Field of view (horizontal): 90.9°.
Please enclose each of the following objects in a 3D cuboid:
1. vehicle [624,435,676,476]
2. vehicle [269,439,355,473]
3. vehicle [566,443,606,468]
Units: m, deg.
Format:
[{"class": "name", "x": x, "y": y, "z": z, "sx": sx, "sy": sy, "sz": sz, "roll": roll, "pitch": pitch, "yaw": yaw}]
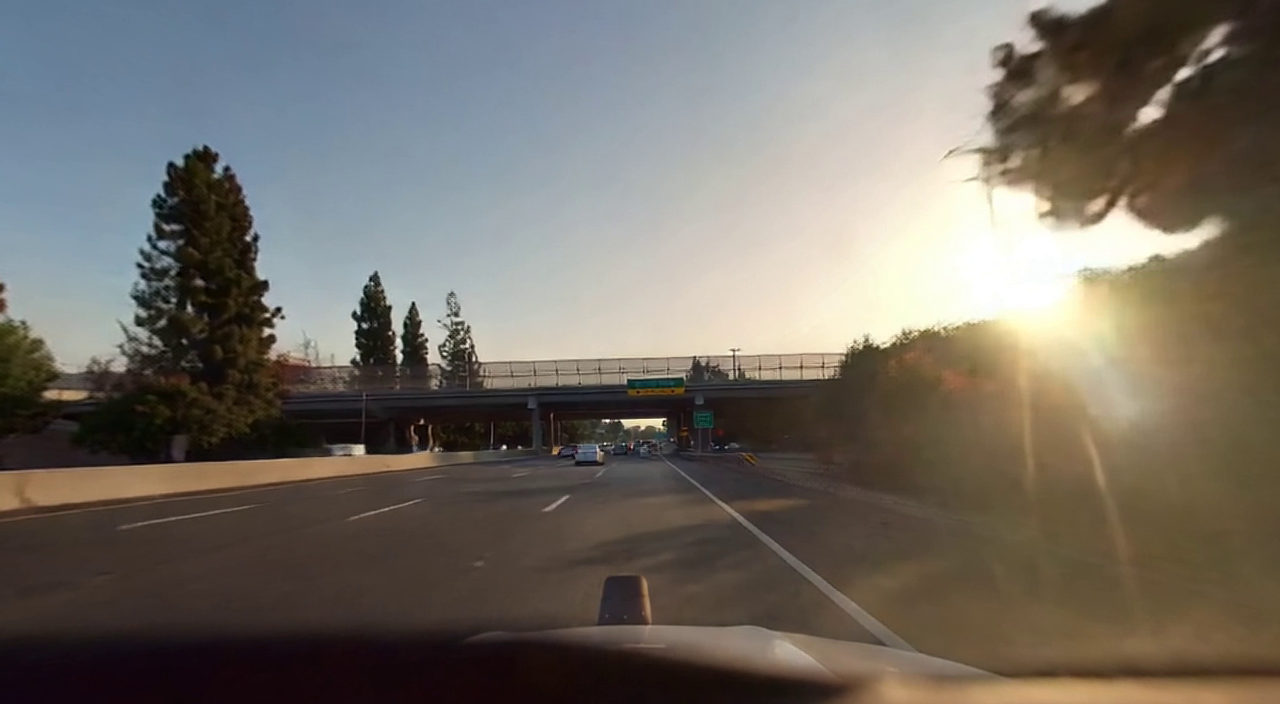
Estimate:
[{"class": "vehicle", "x": 0.415, "y": 4.625, "z": 28.395, "sx": 2.152, "sy": 1.697, "sz": 4.066, "roll": 0, "pitch": -8, "yaw": 0}, {"class": "vehicle", "x": -20.707, "y": 6.571, "z": 40.197, "sx": 2.228, "sy": 1.965, "sz": 5.911, "roll": 0, "pitch": -8, "yaw": 1}, {"class": "vehicle", "x": -3.350, "y": 6.468, "z": 39.848, "sx": 2.056, "sy": 1.464, "sz": 4.564, "roll": 0, "pitch": -8, "yaw": 1}]
